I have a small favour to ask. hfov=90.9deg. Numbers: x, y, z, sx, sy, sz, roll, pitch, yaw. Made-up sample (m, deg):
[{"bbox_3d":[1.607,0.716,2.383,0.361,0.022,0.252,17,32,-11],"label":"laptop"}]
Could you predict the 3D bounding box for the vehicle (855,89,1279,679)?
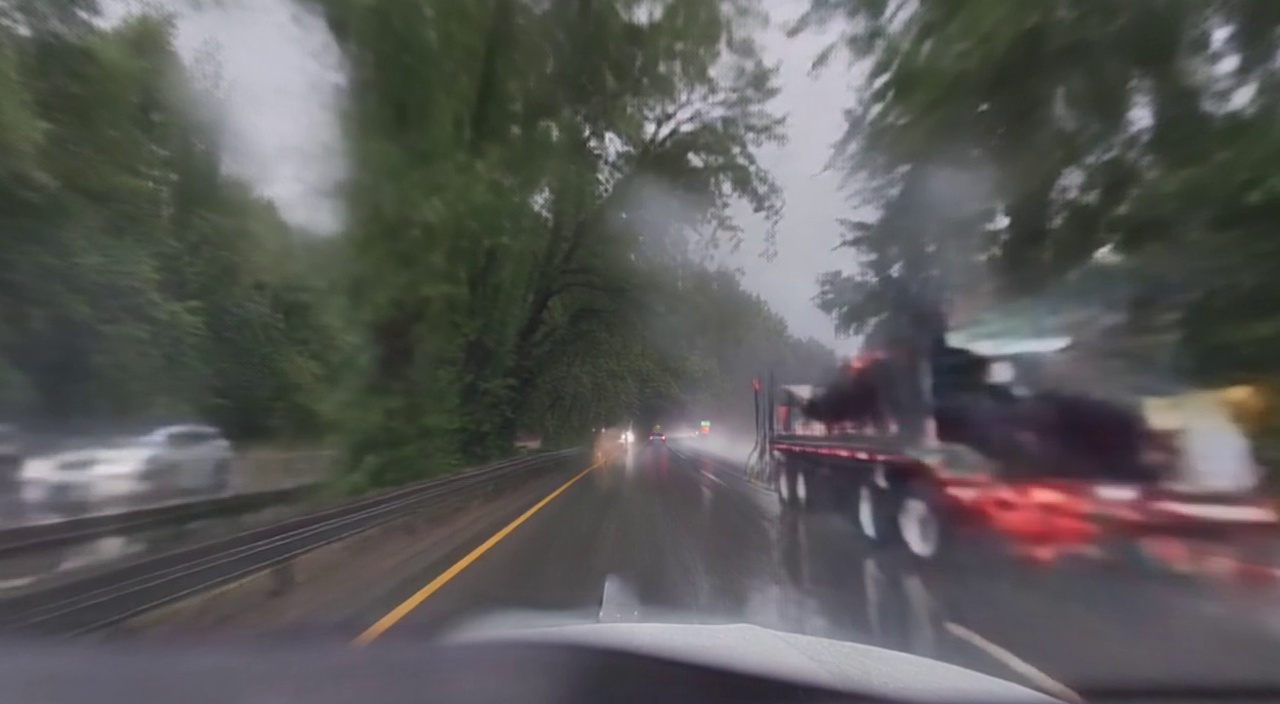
[{"bbox_3d":[4.338,0.406,6.038,2.749,3.357,4.979,0,-8,1],"label":"vehicle"}]
